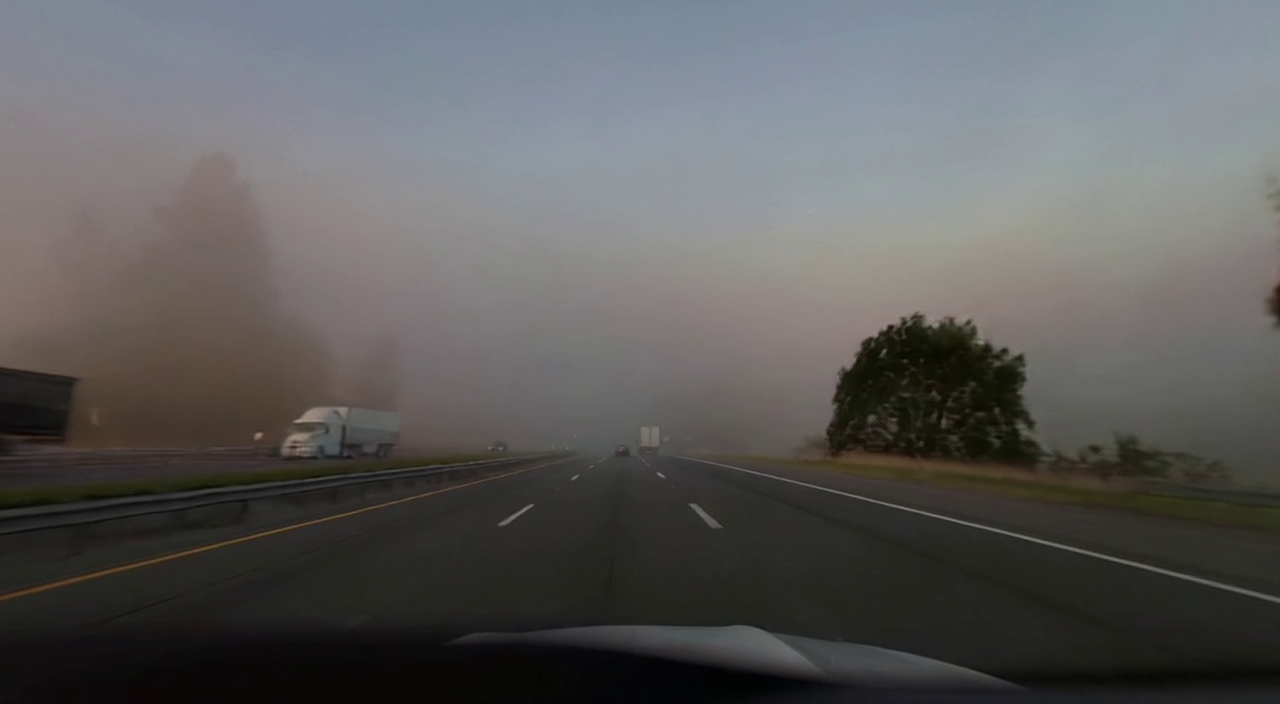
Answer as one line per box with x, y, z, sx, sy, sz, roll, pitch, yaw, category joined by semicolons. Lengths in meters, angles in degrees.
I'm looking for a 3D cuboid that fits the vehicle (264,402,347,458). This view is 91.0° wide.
-25.083;5.919;47.522;2.960;3.943;5.922;0;-8;-1;vehicle
